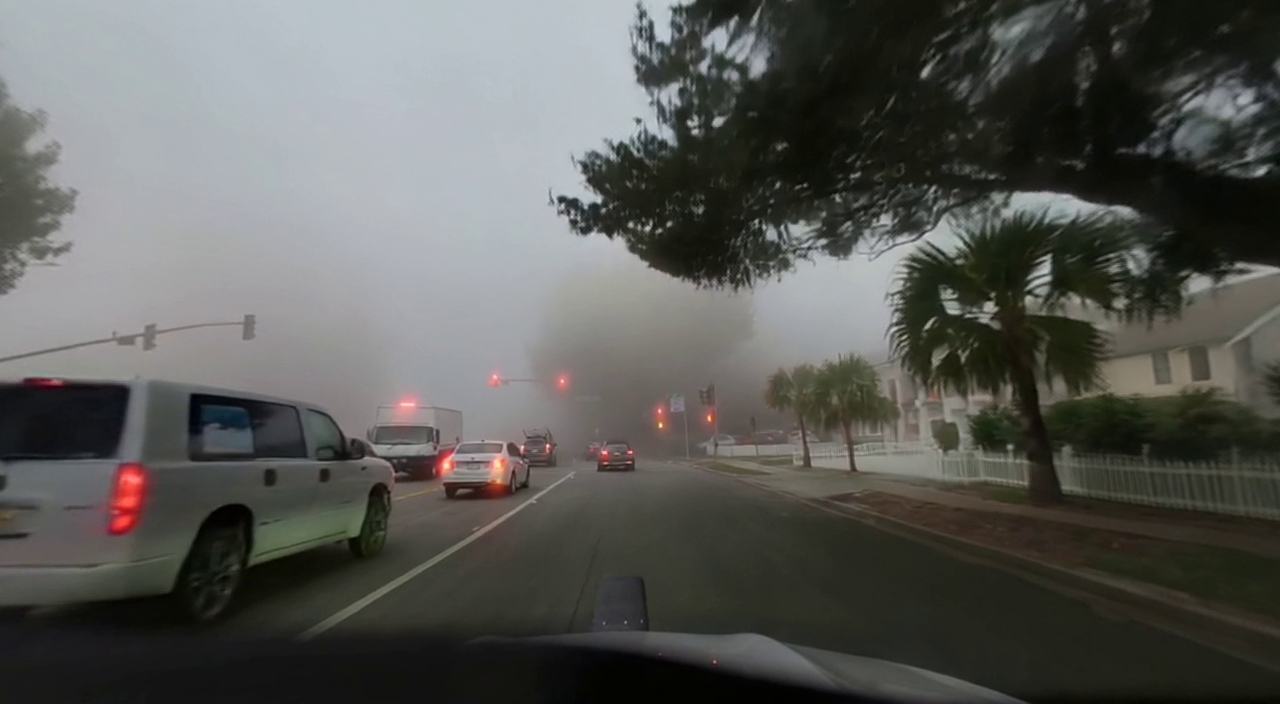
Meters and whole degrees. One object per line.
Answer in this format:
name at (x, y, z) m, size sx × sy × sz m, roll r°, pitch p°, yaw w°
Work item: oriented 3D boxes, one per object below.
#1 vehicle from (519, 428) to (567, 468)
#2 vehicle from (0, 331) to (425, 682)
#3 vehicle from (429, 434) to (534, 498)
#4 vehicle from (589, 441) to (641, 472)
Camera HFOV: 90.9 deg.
vehicle at (-4.916, 4.944, 32.543) m, size 2.032 × 1.852 × 4.571 m, roll -1°, pitch -8°, yaw -4°
vehicle at (-3.973, 1.175, 5.906) m, size 2.144 × 1.877 × 4.899 m, roll -1°, pitch -8°, yaw 1°
vehicle at (-4.009, 2.941, 16.671) m, size 1.709 × 1.425 × 4.337 m, roll -1°, pitch -8°, yaw -1°
vehicle at (-1.216, 4.616, 28.157) m, size 2.131 × 1.222 × 3.868 m, roll 0°, pitch -8°, yaw -5°
